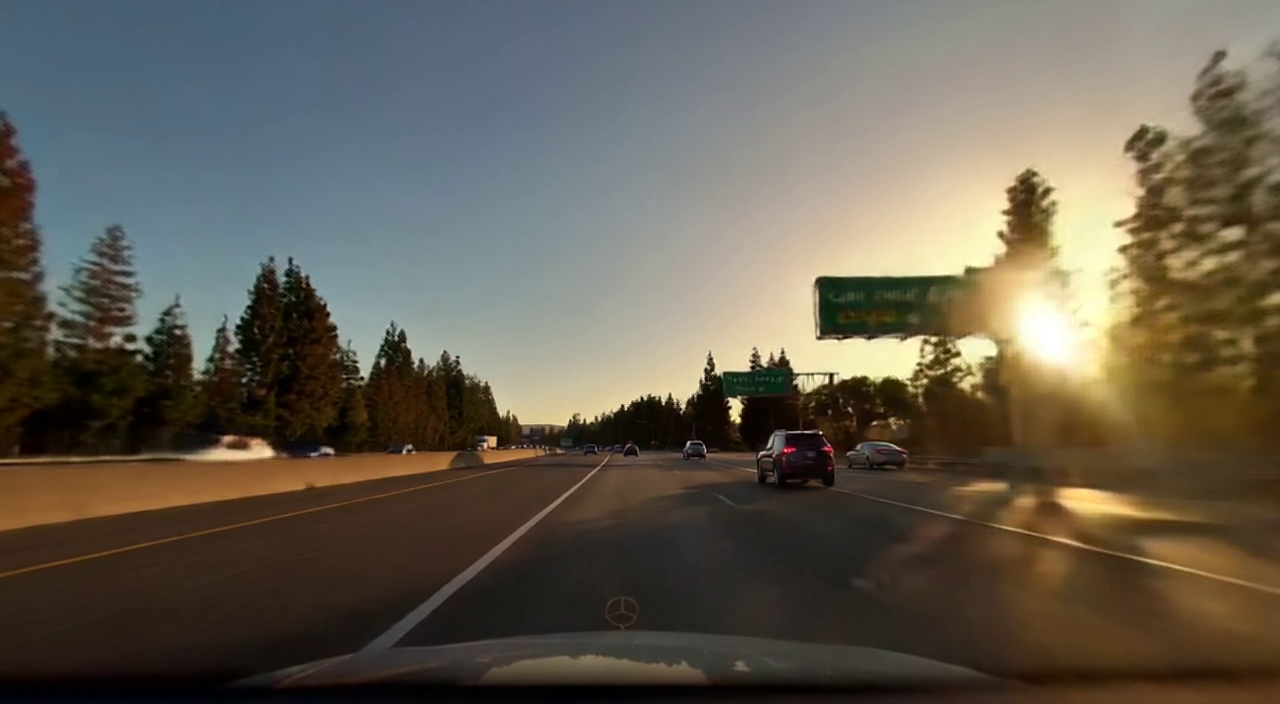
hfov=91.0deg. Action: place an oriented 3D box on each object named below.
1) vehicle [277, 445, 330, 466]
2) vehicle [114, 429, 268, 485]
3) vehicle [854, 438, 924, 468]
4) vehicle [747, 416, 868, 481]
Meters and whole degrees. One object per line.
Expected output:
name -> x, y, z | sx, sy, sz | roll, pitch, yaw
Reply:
vehicle -> -25.293, 7.755, 47.462 | 1.808, 1.491, 4.159 | 0, -8, -1
vehicle -> -16.835, 3.947, 24.063 | 2.147, 1.888, 5.094 | 0, -8, -1
vehicle -> 14.212, 5.800, 36.214 | 2.072, 1.611, 4.387 | 0, -8, -2
vehicle -> 6.790, 4.096, 27.022 | 2.779, 2.339, 8.073 | 0, -8, -2
